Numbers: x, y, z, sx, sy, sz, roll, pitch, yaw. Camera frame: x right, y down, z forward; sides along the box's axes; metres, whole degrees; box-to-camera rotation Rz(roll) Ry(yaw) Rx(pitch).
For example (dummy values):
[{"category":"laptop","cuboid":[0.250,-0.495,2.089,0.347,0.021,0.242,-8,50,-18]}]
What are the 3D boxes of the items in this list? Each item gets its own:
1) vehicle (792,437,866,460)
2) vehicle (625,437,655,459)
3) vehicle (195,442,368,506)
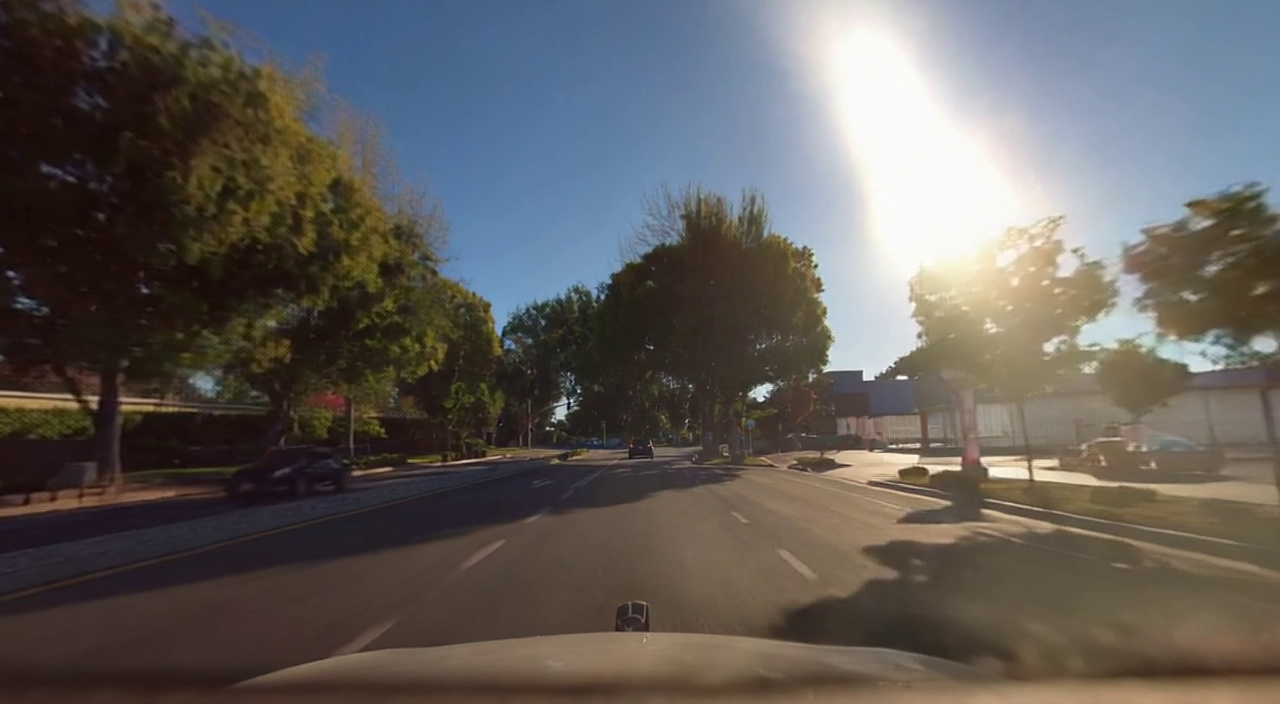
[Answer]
[{"category":"vehicle","cuboid":[14.192,7.220,47.442,5.001,1.554,1.961,-3,-8,31]},{"category":"vehicle","cuboid":[0.073,7.391,48.576,2.196,1.646,4.109,0,-8,1]},{"category":"vehicle","cuboid":[-9.300,3.156,16.889,1.946,1.470,4.443,0,-8,1]}]
